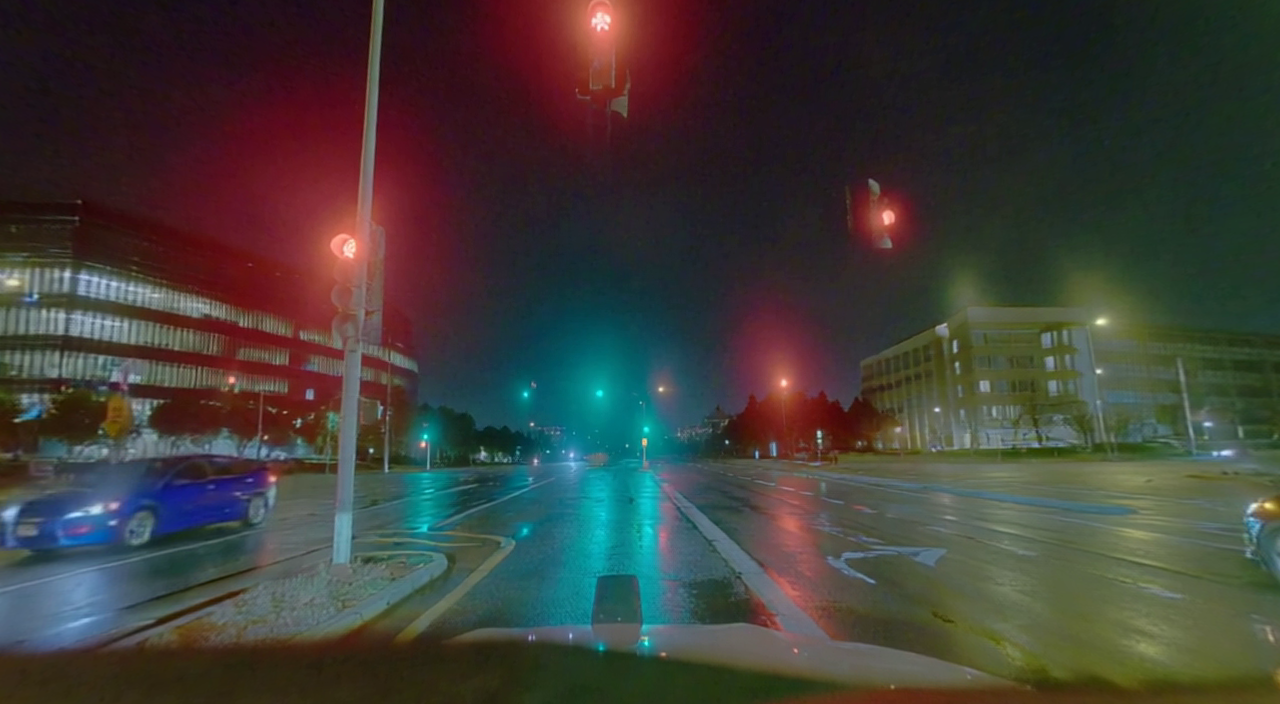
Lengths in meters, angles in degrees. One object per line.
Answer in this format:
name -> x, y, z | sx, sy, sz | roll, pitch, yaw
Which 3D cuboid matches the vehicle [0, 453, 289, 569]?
vehicle -> -8.800, 2.639, 11.264 | 1.970, 1.578, 4.470 | -2, -9, 7
